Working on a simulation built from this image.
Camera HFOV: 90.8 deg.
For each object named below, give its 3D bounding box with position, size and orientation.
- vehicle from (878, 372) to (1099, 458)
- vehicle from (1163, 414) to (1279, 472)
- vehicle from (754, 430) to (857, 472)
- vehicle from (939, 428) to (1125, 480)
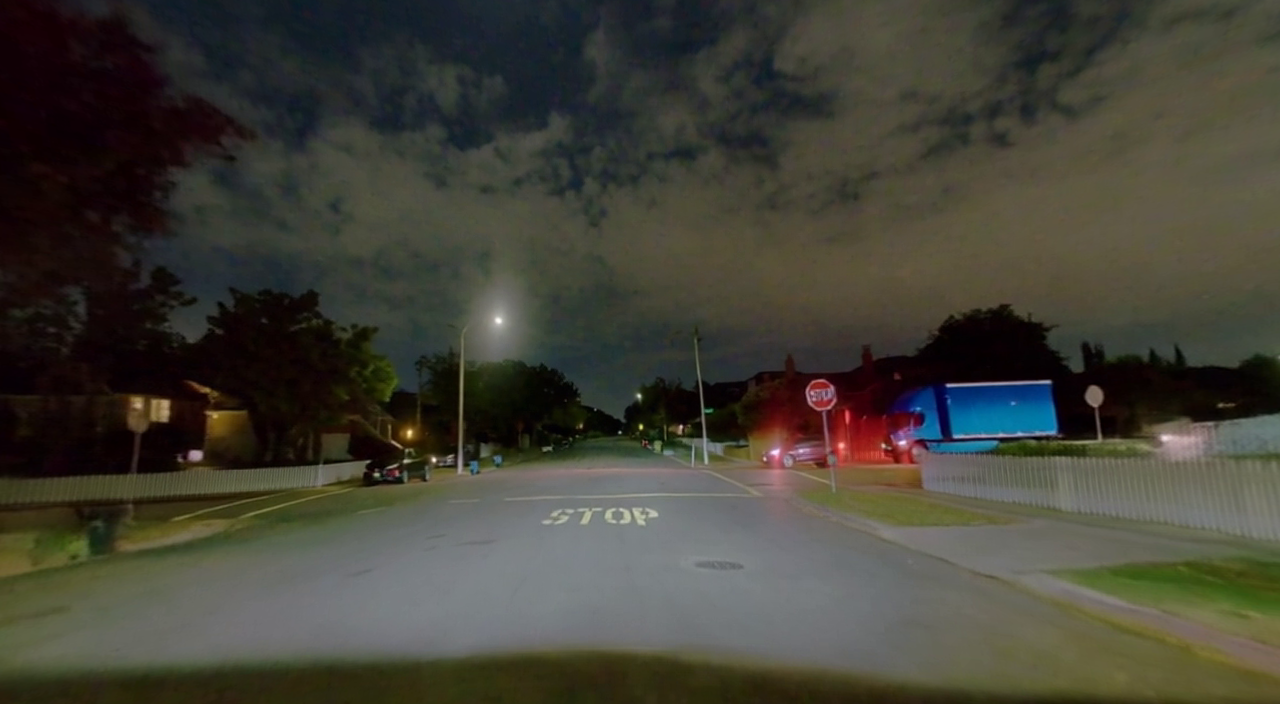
[{"bbox_3d":[14.942,2.798,27.609,7.759,3.523,2.930,0,-9,0],"label":"vehicle"},{"bbox_3d":[19.263,2.867,19.765,3.982,1.661,2.106,2,-9,-5],"label":"vehicle"},{"bbox_3d":[7.133,4.326,27.644,3.867,1.710,2.107,0,-9,-1],"label":"vehicle"},{"bbox_3d":[12.011,3.132,19.566,4.488,1.507,1.954,0,-8,-3],"label":"vehicle"}]
